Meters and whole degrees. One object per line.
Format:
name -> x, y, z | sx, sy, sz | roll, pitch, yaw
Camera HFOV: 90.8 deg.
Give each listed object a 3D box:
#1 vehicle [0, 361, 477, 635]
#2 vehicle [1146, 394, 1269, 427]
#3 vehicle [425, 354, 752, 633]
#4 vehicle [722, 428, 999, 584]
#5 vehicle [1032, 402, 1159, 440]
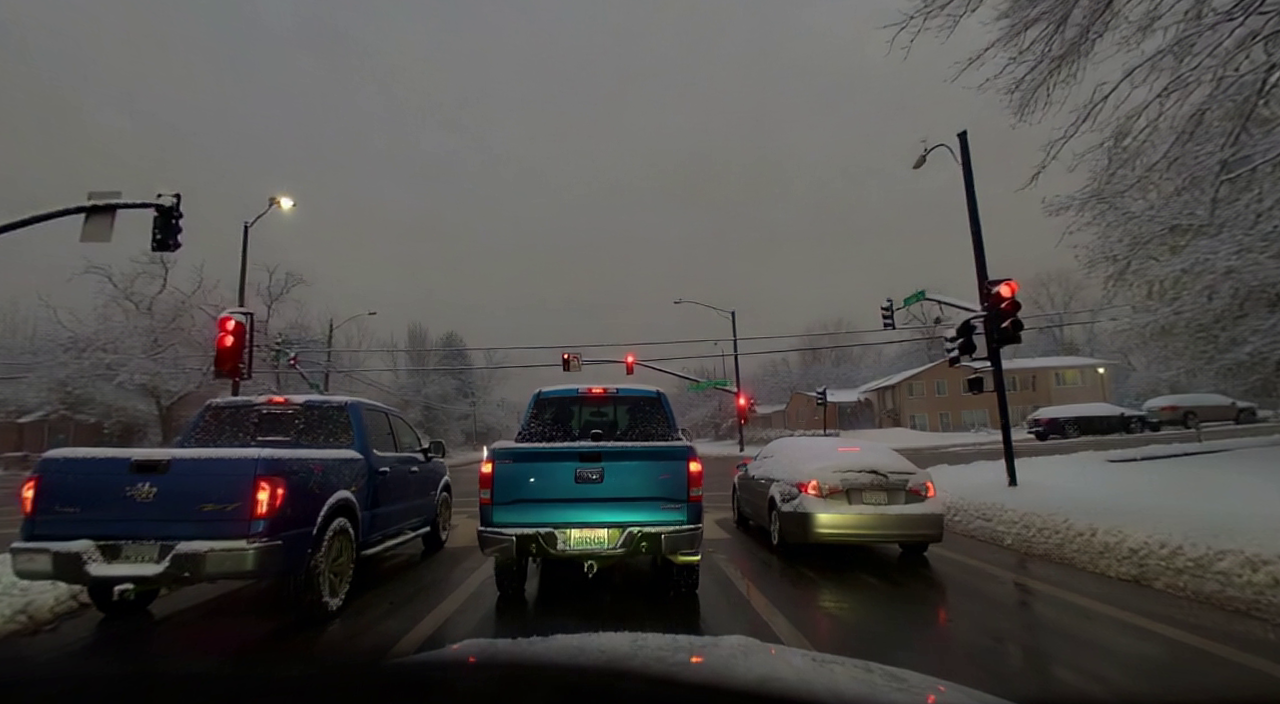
vehicle -> -3.460, 1.352, 6.888 | 2.146, 1.828, 5.148 | 0, -9, -2
vehicle -> 29.271, 3.046, 32.687 | 4.540, 1.543, 1.803 | 0, -9, 0
vehicle -> -0.395, 1.313, 6.742 | 2.282, 1.964, 4.421 | 0, -9, -1
vehicle -> 2.408, 1.816, 8.312 | 2.016, 1.481, 4.336 | 0, -9, -1
vehicle -> 23.318, 3.590, 32.481 | 4.721, 1.866, 2.188 | 0, -9, 2
